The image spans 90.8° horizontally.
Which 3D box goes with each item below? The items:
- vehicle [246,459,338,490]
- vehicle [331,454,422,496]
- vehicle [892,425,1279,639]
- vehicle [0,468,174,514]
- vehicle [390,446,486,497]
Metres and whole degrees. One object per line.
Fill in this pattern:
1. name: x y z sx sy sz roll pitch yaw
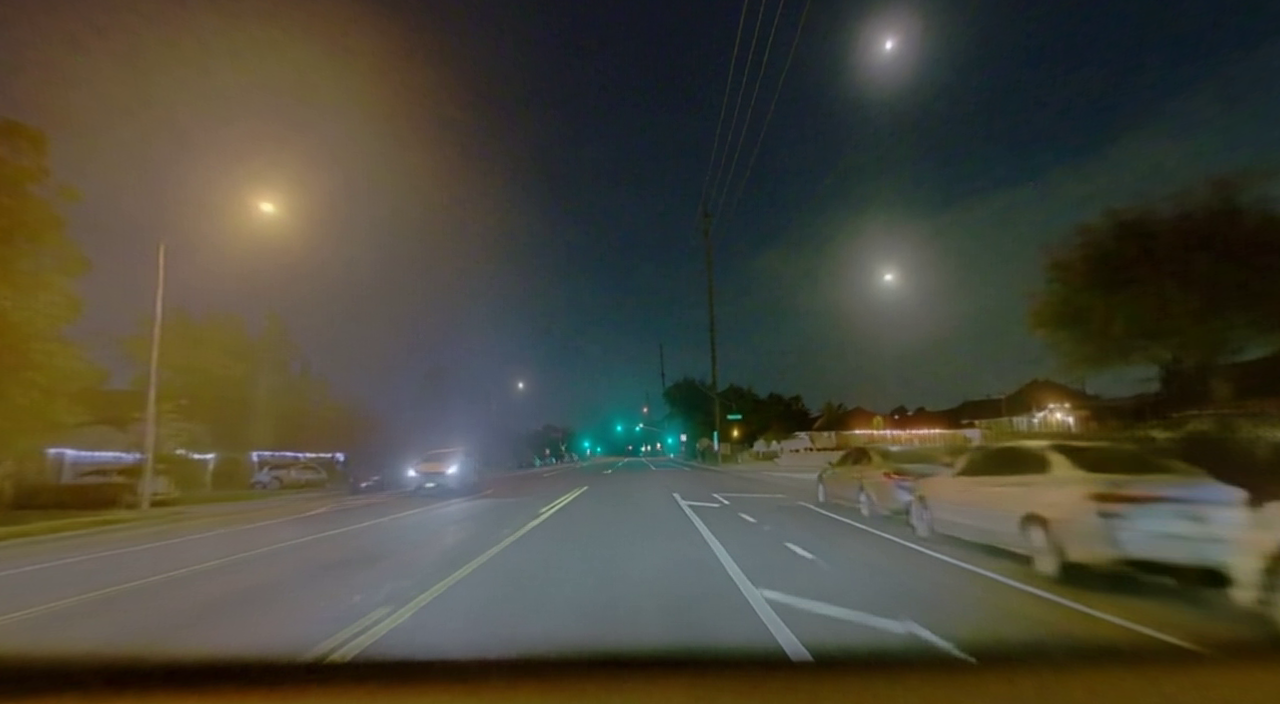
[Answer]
1. vehicle: -20.915 7.358 38.121 4.340 1.727 2.048 -1 -9 2
2. vehicle: -12.630 5.892 30.741 2.128 1.768 5.306 0 -9 0
3. vehicle: 4.885 1.646 7.026 2.008 1.481 5.049 0 -9 -1
4. vehicle: -19.471 4.895 22.382 4.367 1.480 1.903 0 -9 2
5. vehicle: -7.474 4.447 23.977 2.092 1.741 4.559 0 -9 1
